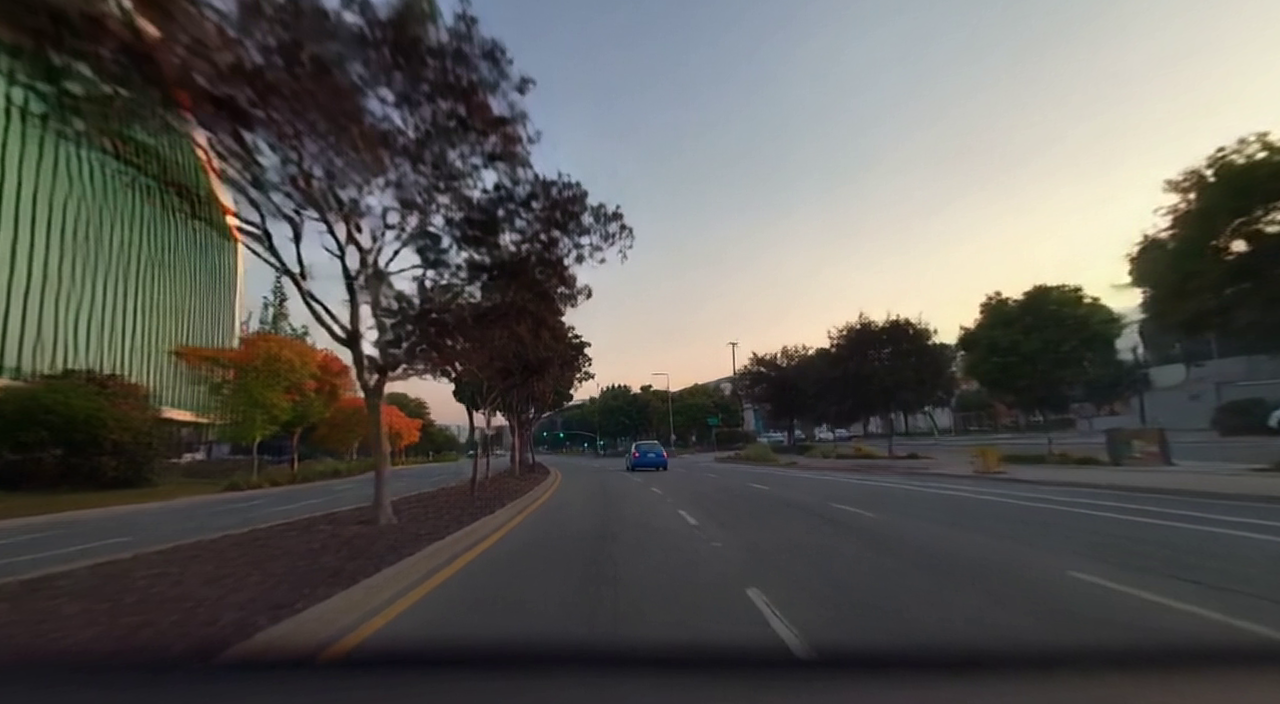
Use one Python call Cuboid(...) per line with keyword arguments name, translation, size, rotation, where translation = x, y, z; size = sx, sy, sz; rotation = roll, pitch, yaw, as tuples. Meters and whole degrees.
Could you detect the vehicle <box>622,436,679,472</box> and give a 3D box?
Cuboid(name="vehicle", translation=(0.420, 5.005, 31.229), size=(2.165, 1.633, 4.381), rotation=(1, -8, -8))
